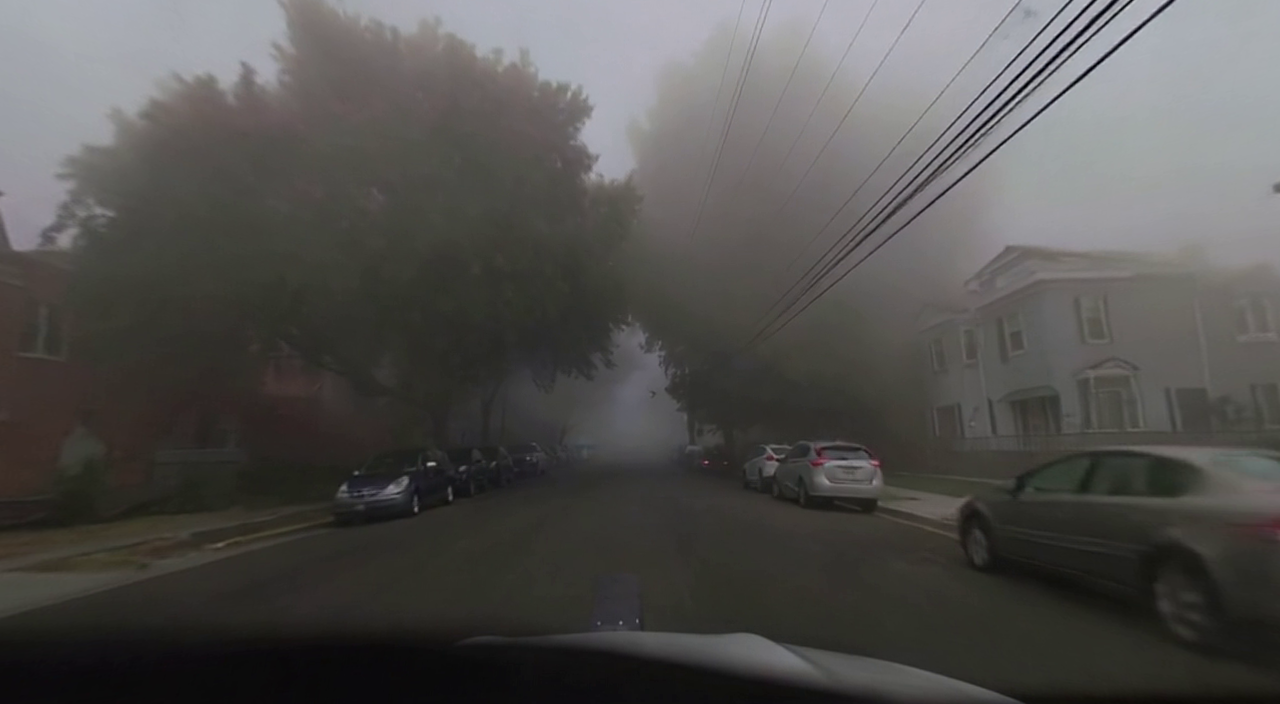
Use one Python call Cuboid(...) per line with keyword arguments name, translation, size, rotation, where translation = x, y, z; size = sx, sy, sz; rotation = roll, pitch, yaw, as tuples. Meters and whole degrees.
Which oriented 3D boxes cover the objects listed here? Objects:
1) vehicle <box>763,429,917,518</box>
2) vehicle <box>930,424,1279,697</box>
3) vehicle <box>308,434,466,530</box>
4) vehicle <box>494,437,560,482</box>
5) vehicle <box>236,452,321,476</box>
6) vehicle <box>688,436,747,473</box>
Cuboid(name="vehicle", translation=(4.175, 2.606, 14.109), size=(1.979, 1.620, 4.684), rotation=(0, -8, 1))
Cuboid(name="vehicle", translation=(4.349, 1.377, 5.157), size=(1.893, 1.437, 4.369), rotation=(0, -8, 0))
Cuboid(name="vehicle", translation=(-5.434, 2.778, 14.217), size=(1.873, 1.709, 4.206), rotation=(-4, -8, -1))
Cuboid(name="vehicle", translation=(-5.453, 5.210, 31.265), size=(2.285, 1.895, 5.883), rotation=(-2, -8, -2))
Cuboid(name="vehicle", translation=(-23.048, 7.140, 40.405), size=(4.304, 1.443, 1.819), rotation=(-1, -9, 2))
Cuboid(name="vehicle", translation=(4.084, 5.543, 34.474), size=(2.279, 1.848, 5.577), rotation=(1, -8, -3))
